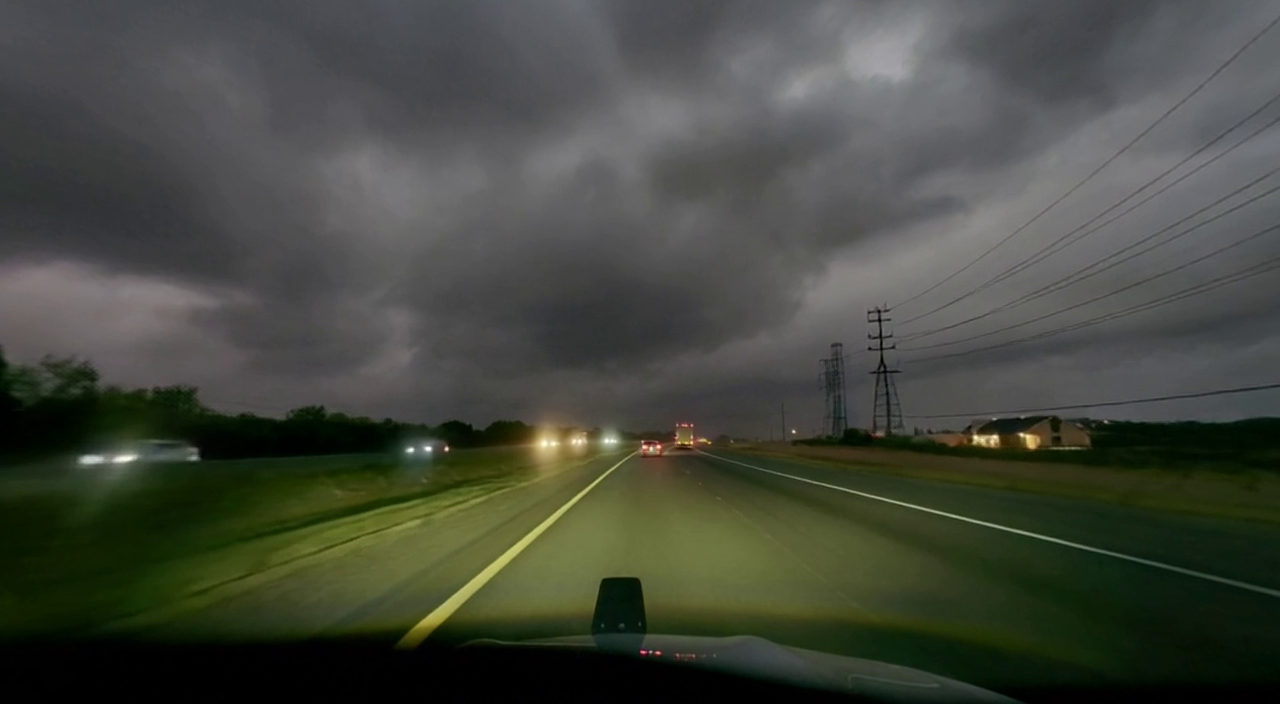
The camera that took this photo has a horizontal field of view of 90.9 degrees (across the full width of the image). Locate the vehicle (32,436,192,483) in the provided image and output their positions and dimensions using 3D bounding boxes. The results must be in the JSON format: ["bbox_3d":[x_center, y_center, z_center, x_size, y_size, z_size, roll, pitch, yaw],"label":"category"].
[{"bbox_3d":[-20.467,4.163,24.830,2.087,1.611,4.808,-1,-8,1],"label":"vehicle"}]

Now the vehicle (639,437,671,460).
[{"bbox_3d":[1.075,6.927,45.262,2.192,1.556,4.132,-1,-8,2],"label":"vehicle"}]

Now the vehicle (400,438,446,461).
[{"bbox_3d":[-16.033,7.211,46.764,1.846,1.545,3.972,-1,-8,2],"label":"vehicle"}]
